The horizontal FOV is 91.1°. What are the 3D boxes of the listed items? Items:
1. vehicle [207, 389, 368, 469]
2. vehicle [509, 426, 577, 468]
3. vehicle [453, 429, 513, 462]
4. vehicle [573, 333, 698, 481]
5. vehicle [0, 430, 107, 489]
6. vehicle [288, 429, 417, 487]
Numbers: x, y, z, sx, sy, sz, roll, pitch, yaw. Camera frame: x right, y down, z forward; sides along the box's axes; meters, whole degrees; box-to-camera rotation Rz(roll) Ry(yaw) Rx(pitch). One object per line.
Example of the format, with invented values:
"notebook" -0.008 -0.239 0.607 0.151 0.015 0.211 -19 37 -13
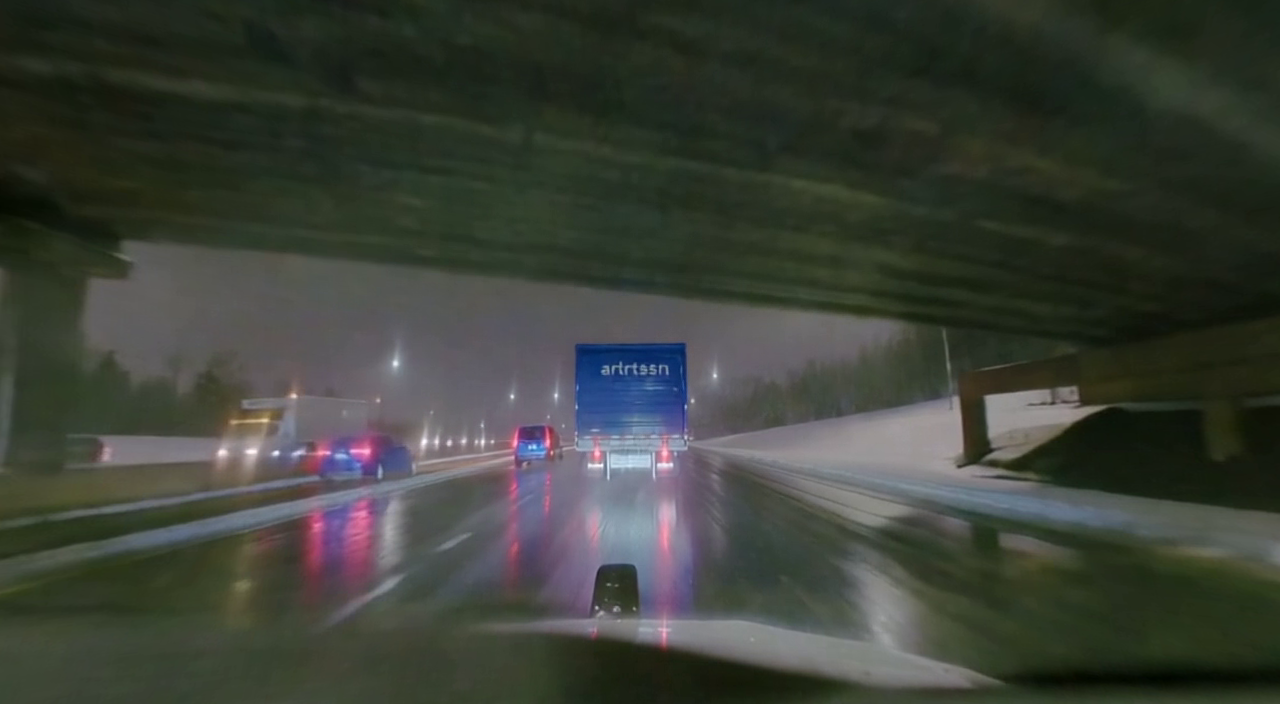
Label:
"vehicle" -19.789 4.530 36.553 3.034 3.950 10.763 0 -8 0
"vehicle" -4.159 4.156 27.832 2.168 1.671 4.888 0 -8 1
"vehicle" -8.041 4.836 32.610 1.981 1.574 4.561 0 -8 0
"vehicle" -0.189 2.215 22.827 3.442 4.106 10.719 0 -8 -1
"vehicle" -23.391 3.971 23.518 2.265 2.029 5.280 0 -8 -1
"vehicle" -8.266 3.058 18.556 1.940 1.488 3.976 0 -8 0
